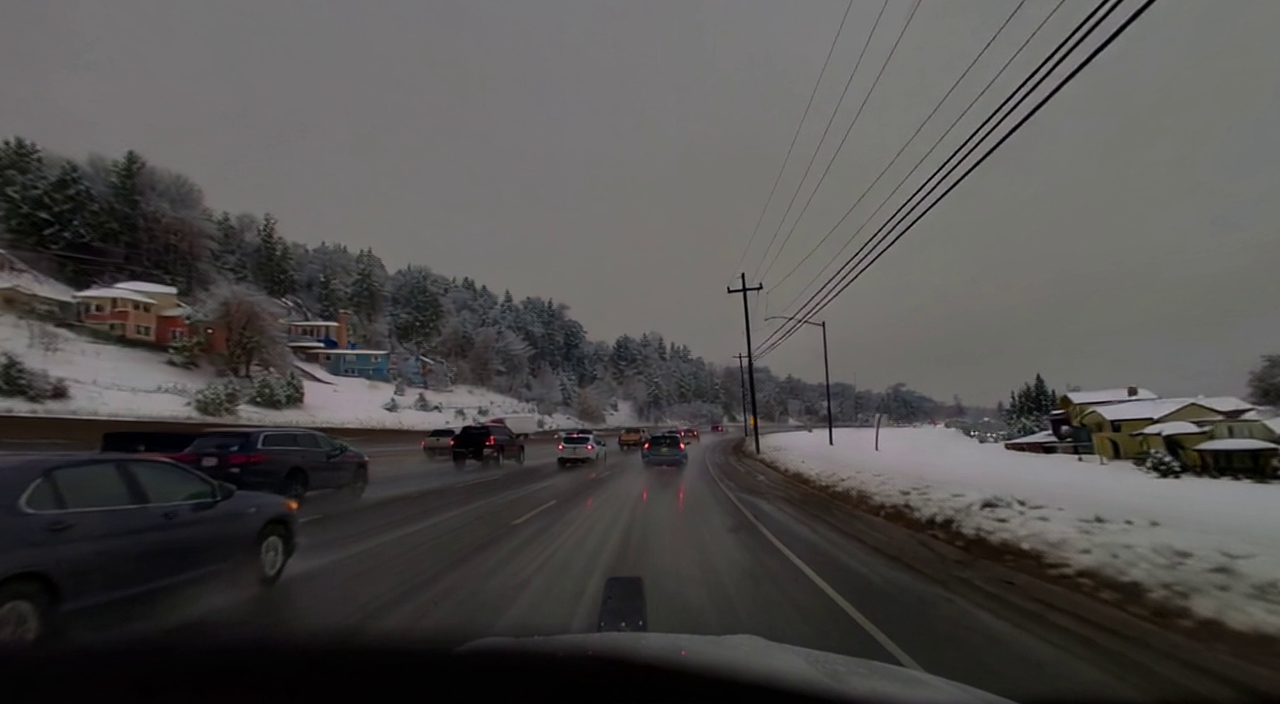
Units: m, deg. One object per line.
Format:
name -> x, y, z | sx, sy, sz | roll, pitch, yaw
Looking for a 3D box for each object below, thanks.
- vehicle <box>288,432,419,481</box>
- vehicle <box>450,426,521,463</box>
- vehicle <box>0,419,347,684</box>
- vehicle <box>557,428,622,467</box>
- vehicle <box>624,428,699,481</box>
vehicle -> -9.567, 3.541, 21.551 | 1.959, 1.469, 4.450 | -1, -9, 8
vehicle -> -8.173, 4.952, 33.850 | 2.080, 1.833, 4.461 | -2, -9, 9
vehicle -> -4.523, 1.342, 5.002 | 1.956, 1.478, 4.789 | -1, -8, 2
vehicle -> -2.195, 4.381, 28.918 | 2.121, 1.639, 4.383 | -1, -9, 7
vehicle -> 0.741, 3.187, 19.795 | 2.109, 1.495, 3.935 | -1, -8, 4
